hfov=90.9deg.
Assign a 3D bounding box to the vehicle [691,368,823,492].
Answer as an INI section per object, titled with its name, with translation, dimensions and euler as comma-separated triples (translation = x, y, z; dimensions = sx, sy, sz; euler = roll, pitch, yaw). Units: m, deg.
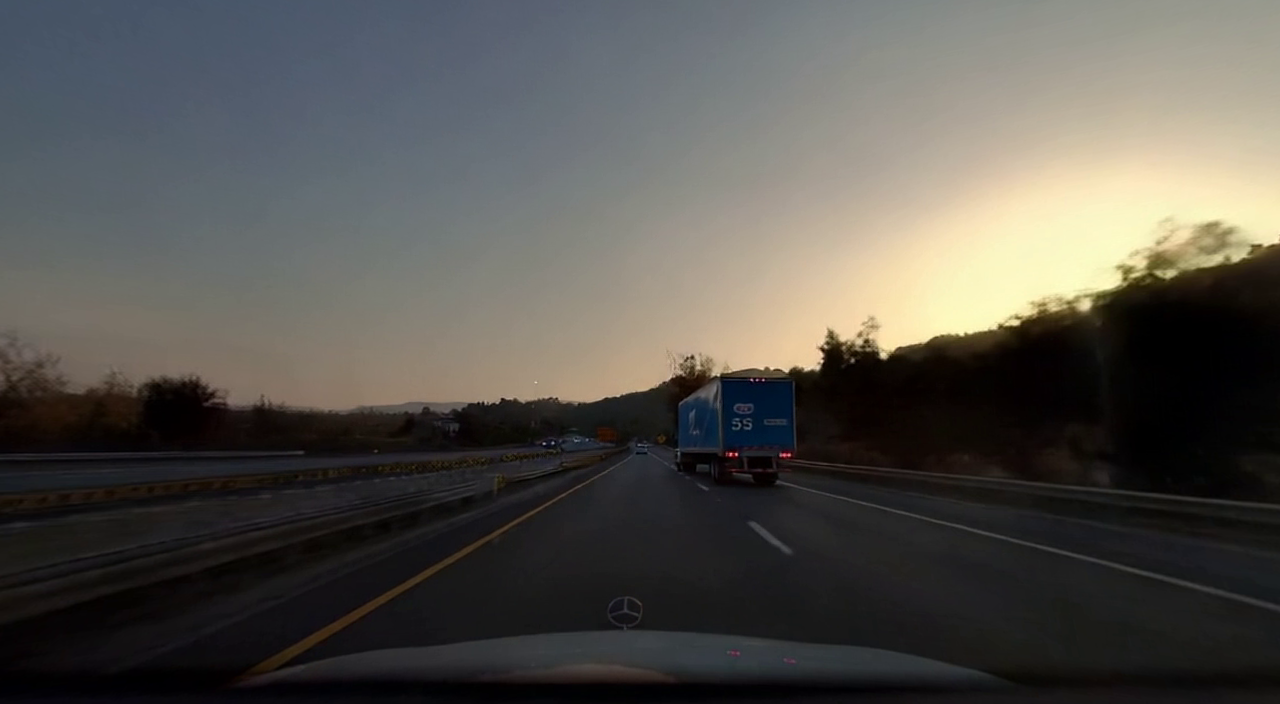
[vehicle]
translation = 3.942, 3.138, 24.189
dimensions = 3.107, 3.718, 10.231
euler = 0, -9, 0
